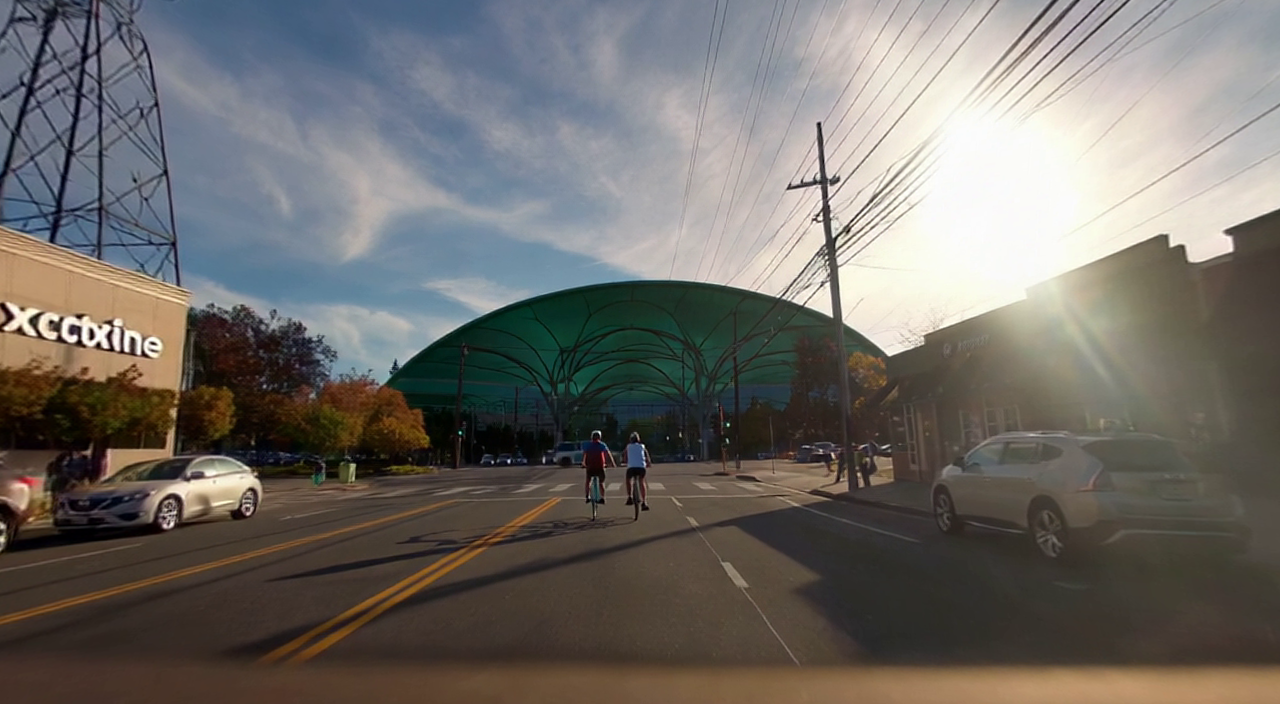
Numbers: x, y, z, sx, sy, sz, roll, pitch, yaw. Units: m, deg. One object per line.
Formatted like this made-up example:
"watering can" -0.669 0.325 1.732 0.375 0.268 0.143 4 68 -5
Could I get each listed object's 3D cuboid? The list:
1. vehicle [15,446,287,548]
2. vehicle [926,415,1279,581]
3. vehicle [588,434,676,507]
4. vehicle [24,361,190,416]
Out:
"vehicle" -10.247 3.001 13.943 2.075 1.816 4.900 0 -8 -1
"vehicle" 5.826 1.828 8.669 1.873 1.714 3.979 0 -8 0
"vehicle" -0.169 3.253 17.726 2.190 1.783 4.048 0 -8 1
"vehicle" -17.107 1.225 20.433 3.685 1.584 1.708 1 -9 -3
